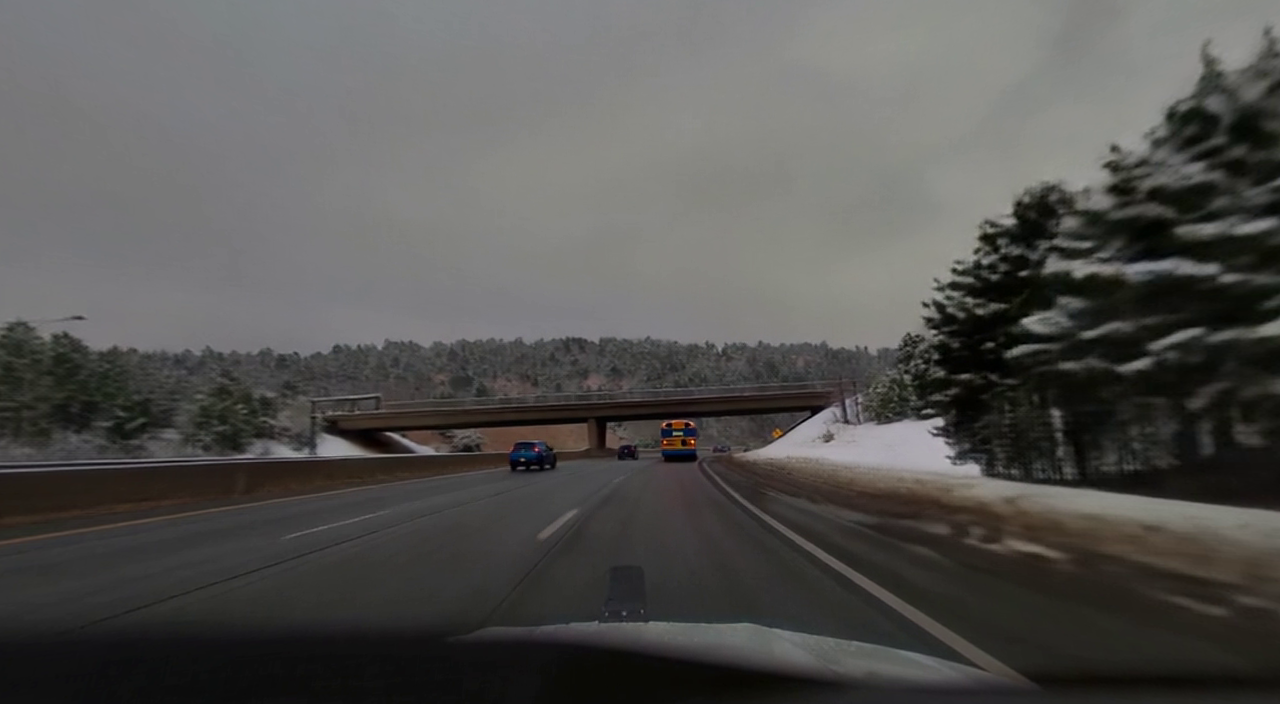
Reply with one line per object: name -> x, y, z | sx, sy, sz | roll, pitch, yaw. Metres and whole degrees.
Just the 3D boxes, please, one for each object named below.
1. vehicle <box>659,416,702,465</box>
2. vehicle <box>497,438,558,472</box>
vehicle -> 3.197, 6.840, 48.597 | 2.945, 3.295, 10.406 | -1, -8, 4
vehicle -> -6.046, 5.564, 34.428 | 2.172, 1.689, 4.625 | -1, -8, 4
